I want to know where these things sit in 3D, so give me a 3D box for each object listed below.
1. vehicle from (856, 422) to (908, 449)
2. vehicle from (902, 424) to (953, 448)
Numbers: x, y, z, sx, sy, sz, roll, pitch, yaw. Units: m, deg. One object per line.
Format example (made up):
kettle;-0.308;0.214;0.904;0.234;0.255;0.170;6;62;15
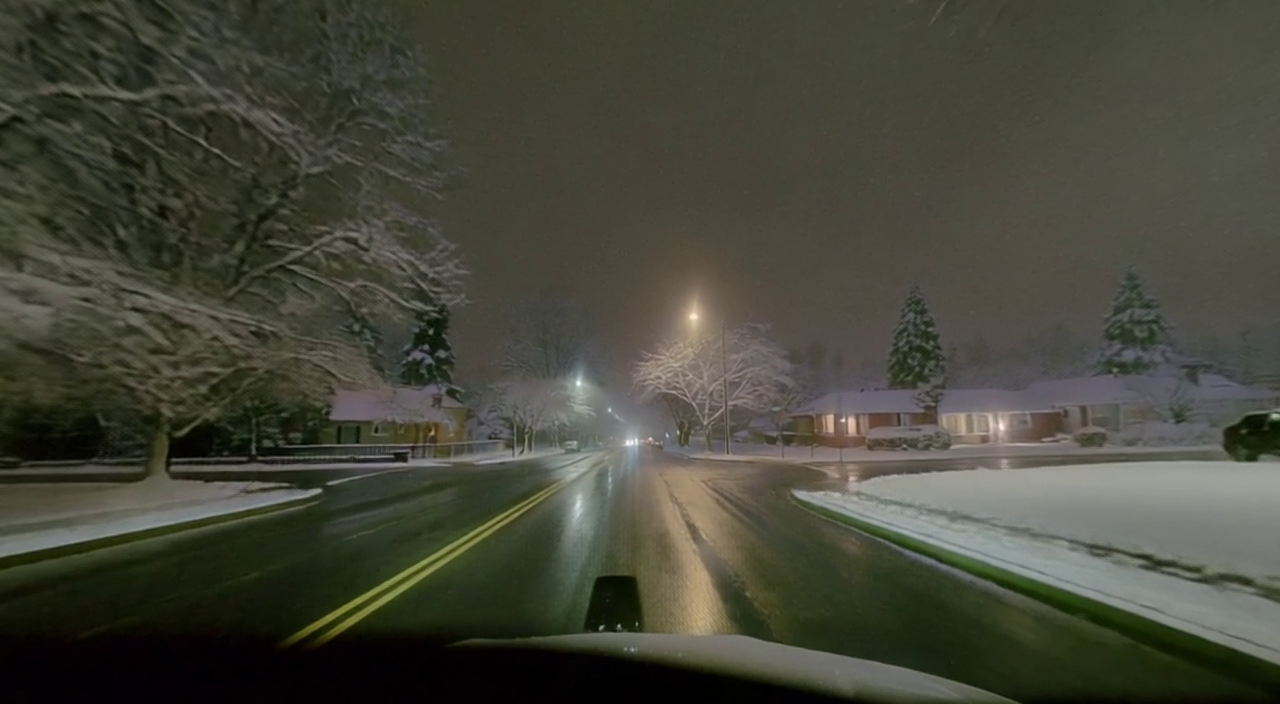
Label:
vehicle;16.171;5.641;42.323;1.829;1.667;4.437;-1;-8;2
vehicle;18.965;5.582;41.737;1.803;1.504;4.324;-1;-8;8
